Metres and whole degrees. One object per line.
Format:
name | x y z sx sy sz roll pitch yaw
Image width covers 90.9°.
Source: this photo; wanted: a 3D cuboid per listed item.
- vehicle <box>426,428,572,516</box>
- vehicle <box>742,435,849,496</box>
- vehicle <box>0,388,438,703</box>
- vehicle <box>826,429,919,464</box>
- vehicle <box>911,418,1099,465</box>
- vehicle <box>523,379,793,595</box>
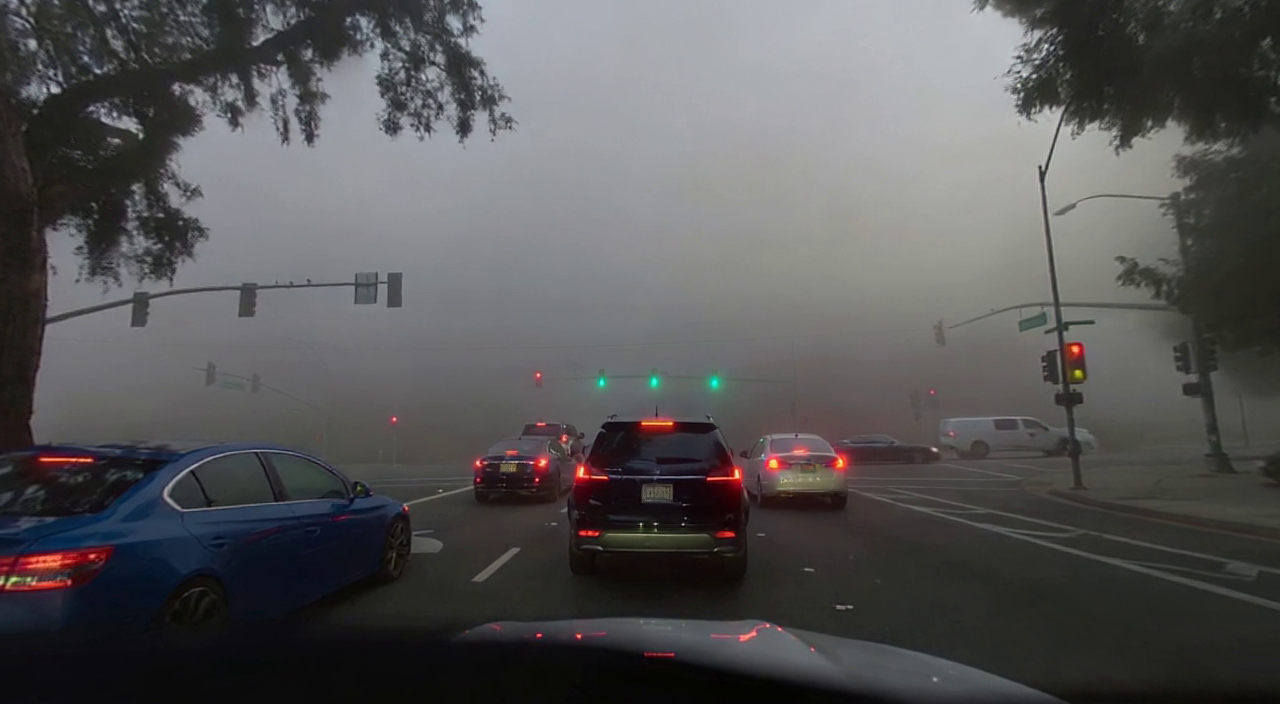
vehicle | -2.682 2.390 13.076 1.851 1.502 4.042 0 -8 4
vehicle | 4.101 3.055 17.339 1.979 1.453 4.011 0 -8 1
vehicle | -3.219 1.193 4.393 1.958 1.494 4.624 0 -8 2
vehicle | 11.206 4.534 30.490 4.026 1.573 2.271 -3 -8 21
vehicle | 16.490 4.106 29.027 6.879 1.984 2.808 -2 -8 11
vehicle | 0.204 1.465 7.644 2.300 1.832 4.331 0 -8 1
